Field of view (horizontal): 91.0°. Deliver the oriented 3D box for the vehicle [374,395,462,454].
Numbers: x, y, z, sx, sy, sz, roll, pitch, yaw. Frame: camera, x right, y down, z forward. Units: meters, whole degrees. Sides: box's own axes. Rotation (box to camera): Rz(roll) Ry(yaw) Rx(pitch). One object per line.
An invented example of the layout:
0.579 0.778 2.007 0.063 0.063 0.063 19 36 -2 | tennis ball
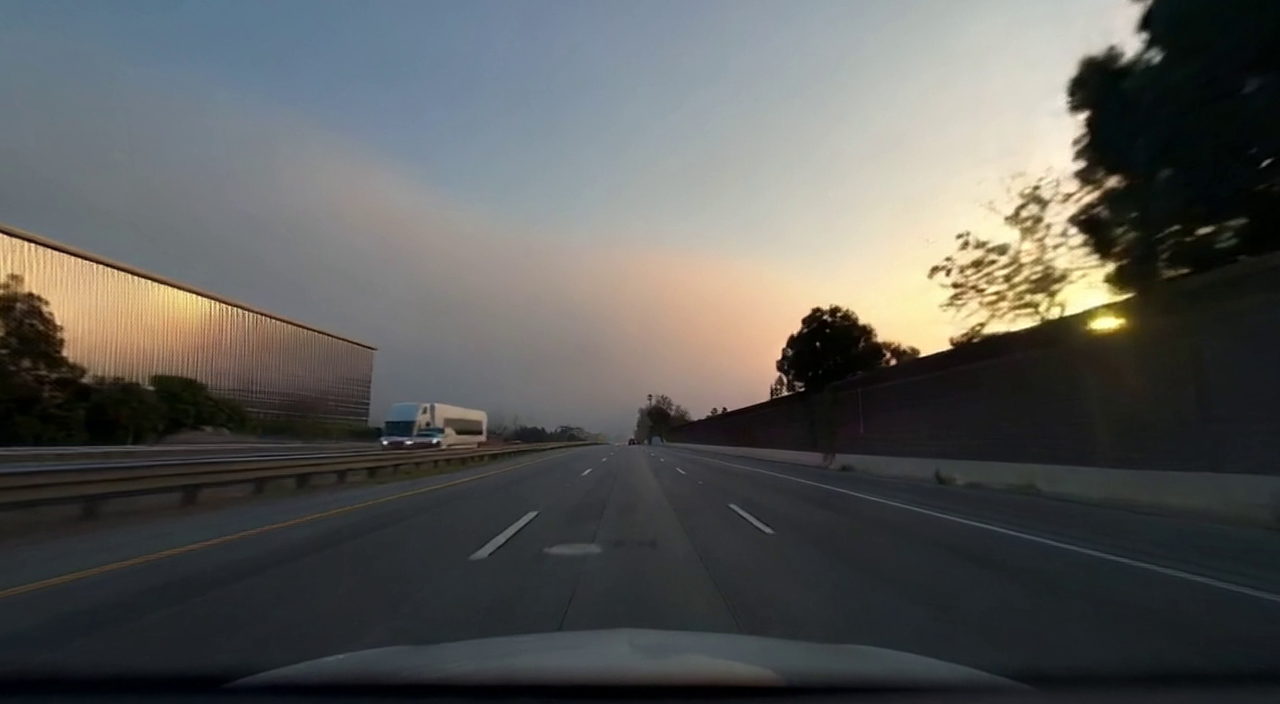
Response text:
-16.108 5.492 46.746 2.898 3.893 10.289 0 -8 -1 | vehicle
